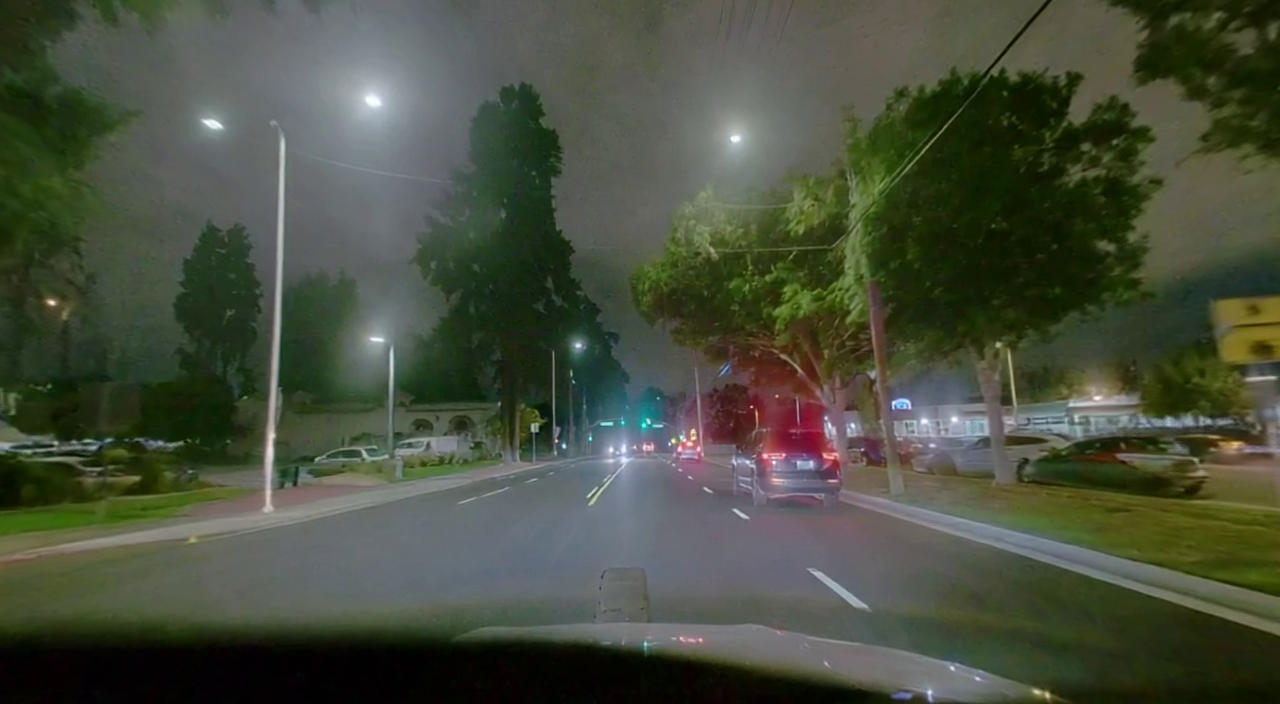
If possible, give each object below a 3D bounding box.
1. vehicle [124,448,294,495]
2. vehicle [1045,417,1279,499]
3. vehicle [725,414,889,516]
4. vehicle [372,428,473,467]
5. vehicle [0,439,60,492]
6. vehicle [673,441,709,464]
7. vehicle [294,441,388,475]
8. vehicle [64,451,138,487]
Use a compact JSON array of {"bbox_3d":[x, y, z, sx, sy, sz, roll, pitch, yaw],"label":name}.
[{"bbox_3d":[-14.603,4.001,21.560,1.892,1.408,4.413,-8,-12,43],"label":"vehicle"},{"bbox_3d":[12.239,2.369,14.206,4.586,1.671,2.262,0,-9,1],"label":"vehicle"},{"bbox_3d":[3.411,2.456,14.184,2.251,1.861,5.144,0,-9,0],"label":"vehicle"},{"bbox_3d":[-15.068,6.646,43.911,6.071,2.468,2.616,7,-11,-40],"label":"vehicle"},{"bbox_3d":[-24.591,4.529,24.807,4.620,1.855,2.173,-11,-11,43],"label":"vehicle"},{"bbox_3d":[3.499,7.064,44.457,2.072,1.471,4.834,0,-9,-1],"label":"vehicle"},{"bbox_3d":[-15.126,5.365,31.929,3.993,1.566,2.114,4,-12,-33],"label":"vehicle"},{"bbox_3d":[-24.591,5.252,28.690,2.047,1.463,4.381,8,-12,-44],"label":"vehicle"}]
